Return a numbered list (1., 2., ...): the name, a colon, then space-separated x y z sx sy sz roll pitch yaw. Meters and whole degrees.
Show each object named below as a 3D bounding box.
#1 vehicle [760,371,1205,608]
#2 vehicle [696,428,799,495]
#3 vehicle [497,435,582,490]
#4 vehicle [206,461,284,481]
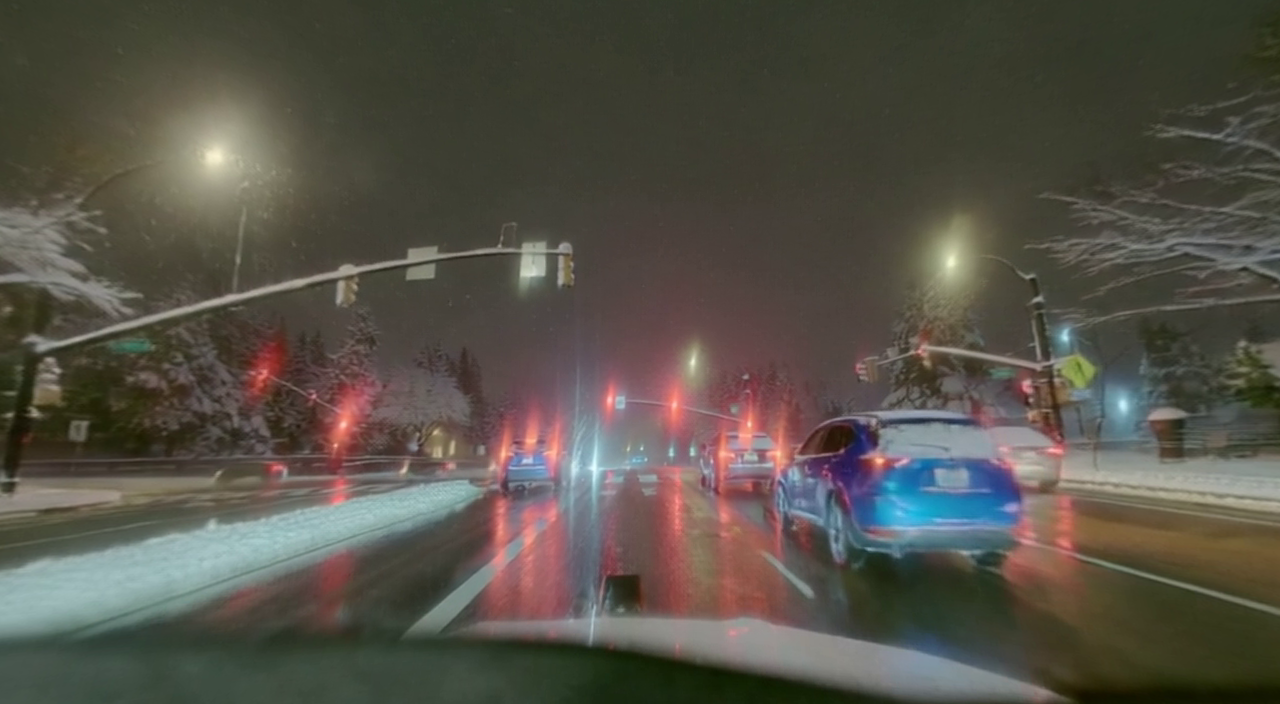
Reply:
1. vehicle: 2.992 1.360 7.136 2.247 1.738 4.818 0 -8 -1
2. vehicle: 2.910 3.104 18.247 2.099 1.671 4.491 0 -8 -1
3. vehicle: -3.006 3.392 19.714 1.969 1.513 3.773 0 -8 1
4. vehicle: -30.642 9.237 49.089 4.817 1.482 1.829 0 -8 -2
